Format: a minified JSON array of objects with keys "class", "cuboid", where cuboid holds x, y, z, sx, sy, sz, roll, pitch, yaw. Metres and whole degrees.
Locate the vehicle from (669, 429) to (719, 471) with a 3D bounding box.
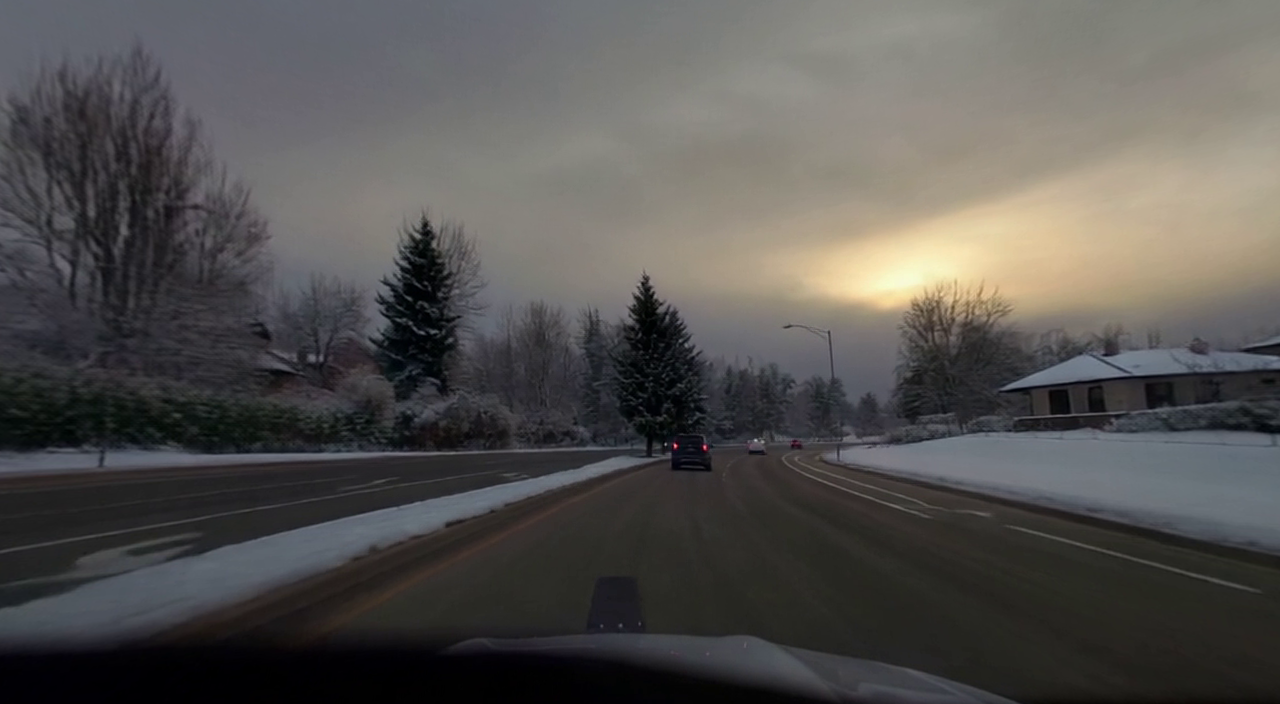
[{"class":"vehicle","cuboid":[2.873,5.060,32.497,2.072,2.002,4.391,-2,-9,12]}]
